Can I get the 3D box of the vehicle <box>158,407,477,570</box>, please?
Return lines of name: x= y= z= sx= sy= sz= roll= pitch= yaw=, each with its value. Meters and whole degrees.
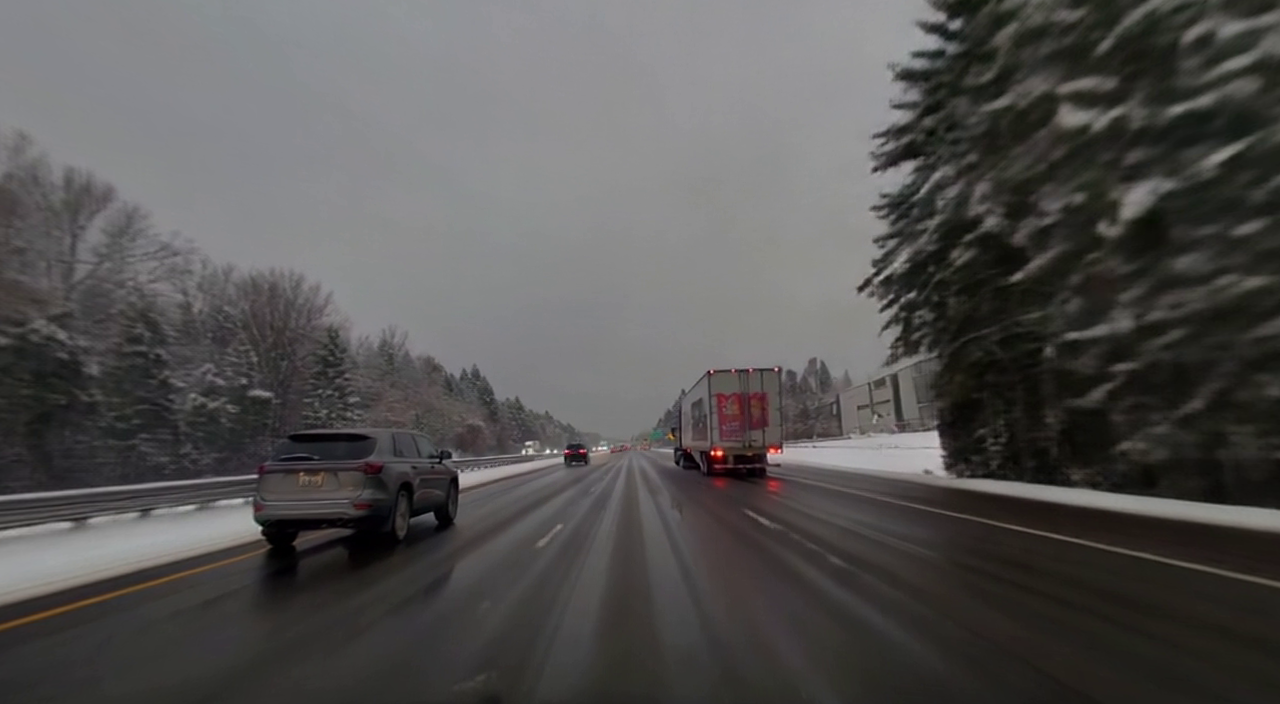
vehicle: x=-4.128 y=1.841 z=9.239 sx=2.202 sy=1.760 sz=4.617 roll=0 pitch=-9 yaw=0

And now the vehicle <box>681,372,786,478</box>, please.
vehicle: x=4.167 y=3.963 z=32.128 sx=2.998 sy=4.236 sz=13.886 roll=0 pitch=-9 yaw=-1

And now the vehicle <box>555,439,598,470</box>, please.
vehicle: x=-3.689 y=6.088 z=37.352 sx=2.139 sy=1.716 sz=4.530 roll=0 pitch=-9 yaw=0
